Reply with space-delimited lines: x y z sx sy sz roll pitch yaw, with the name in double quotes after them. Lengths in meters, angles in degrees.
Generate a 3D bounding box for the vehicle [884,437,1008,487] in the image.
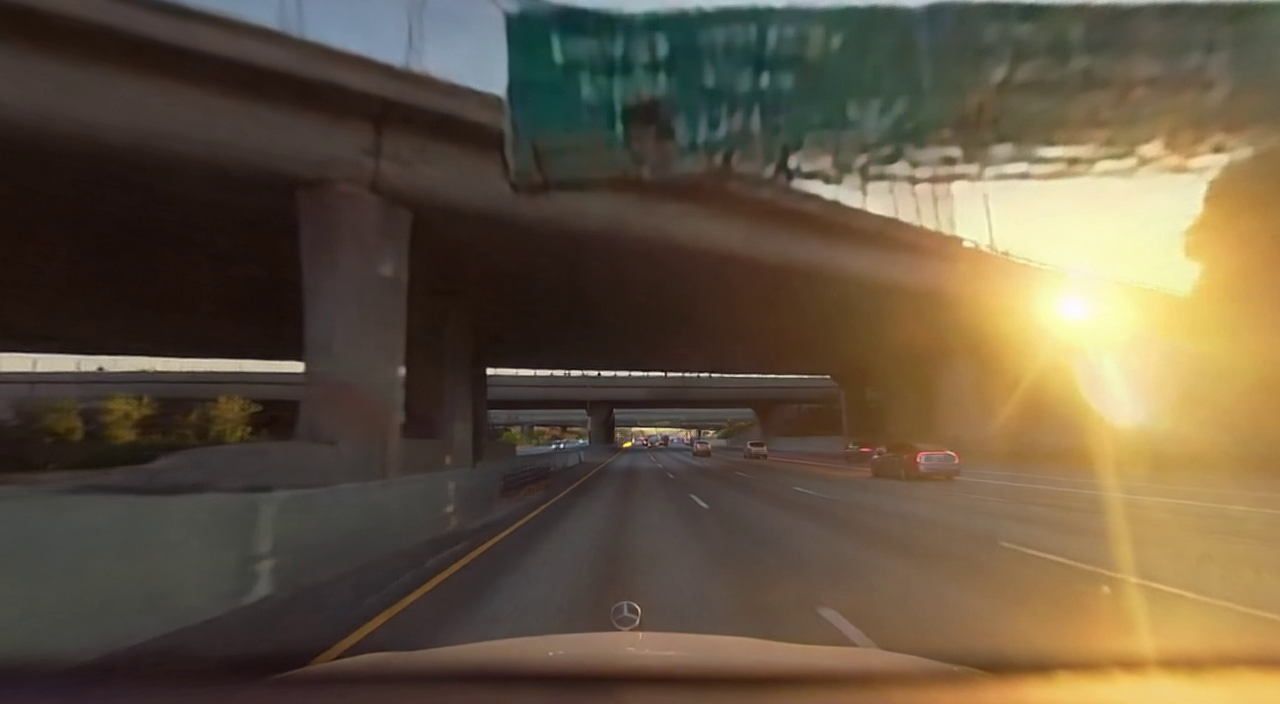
9.527 3.451 20.089 1.836 1.418 4.132 0 -9 -1 "vehicle"

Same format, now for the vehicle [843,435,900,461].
16.441 6.880 45.218 2.034 1.698 5.065 0 -9 -2 "vehicle"
